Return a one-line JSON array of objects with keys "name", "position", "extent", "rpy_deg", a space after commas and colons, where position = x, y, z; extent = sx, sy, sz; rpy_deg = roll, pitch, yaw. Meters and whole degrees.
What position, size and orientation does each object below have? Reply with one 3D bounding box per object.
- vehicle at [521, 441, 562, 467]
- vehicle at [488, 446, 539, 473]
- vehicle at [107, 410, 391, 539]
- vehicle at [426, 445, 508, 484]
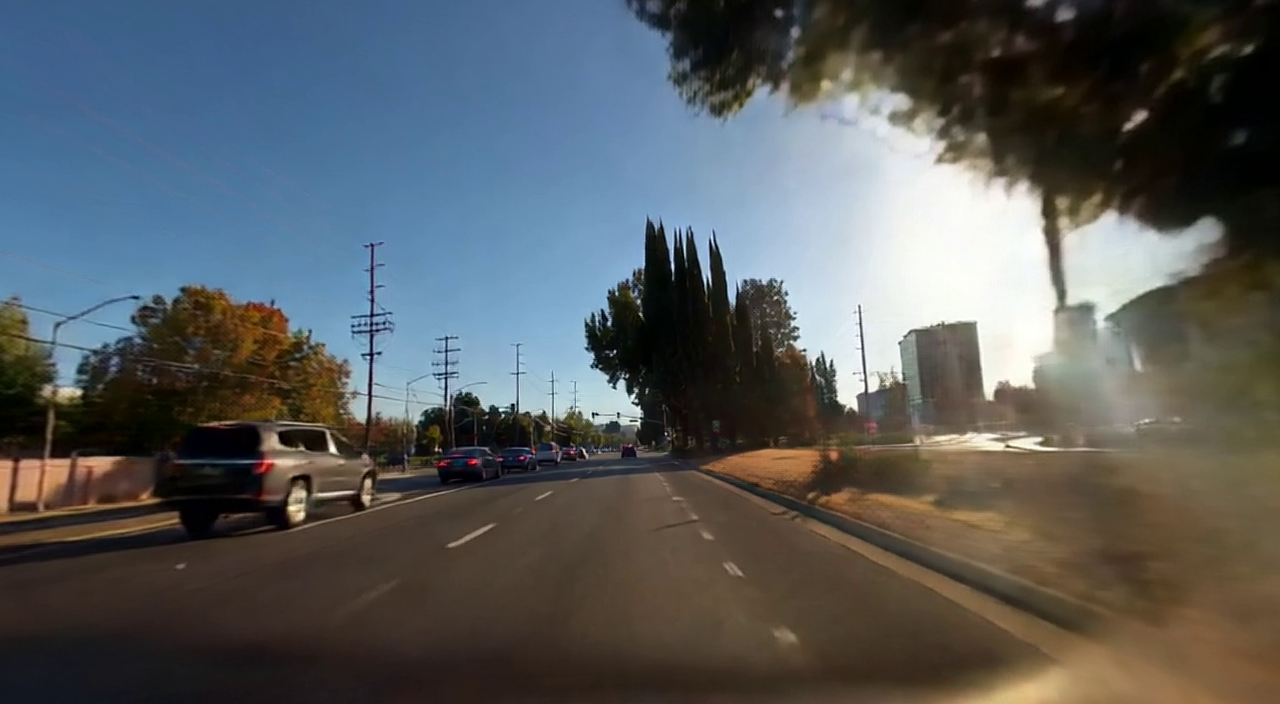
[{"name": "vehicle", "position": [-7.090, 7.397, 46.017], "extent": [2.101, 1.768, 5.040], "rpy_deg": [0, -9, 0]}, {"name": "vehicle", "position": [-7.119, 6.100, 36.051], "extent": [2.008, 1.456, 4.409], "rpy_deg": [0, -9, 0]}, {"name": "vehicle", "position": [-6.712, 2.174, 11.796], "extent": [2.337, 1.862, 4.924], "rpy_deg": [1, -9, -4]}, {"name": "vehicle", "position": [-7.157, 4.694, 26.745], "extent": [2.030, 1.482, 4.818], "rpy_deg": [0, -9, 1]}]
